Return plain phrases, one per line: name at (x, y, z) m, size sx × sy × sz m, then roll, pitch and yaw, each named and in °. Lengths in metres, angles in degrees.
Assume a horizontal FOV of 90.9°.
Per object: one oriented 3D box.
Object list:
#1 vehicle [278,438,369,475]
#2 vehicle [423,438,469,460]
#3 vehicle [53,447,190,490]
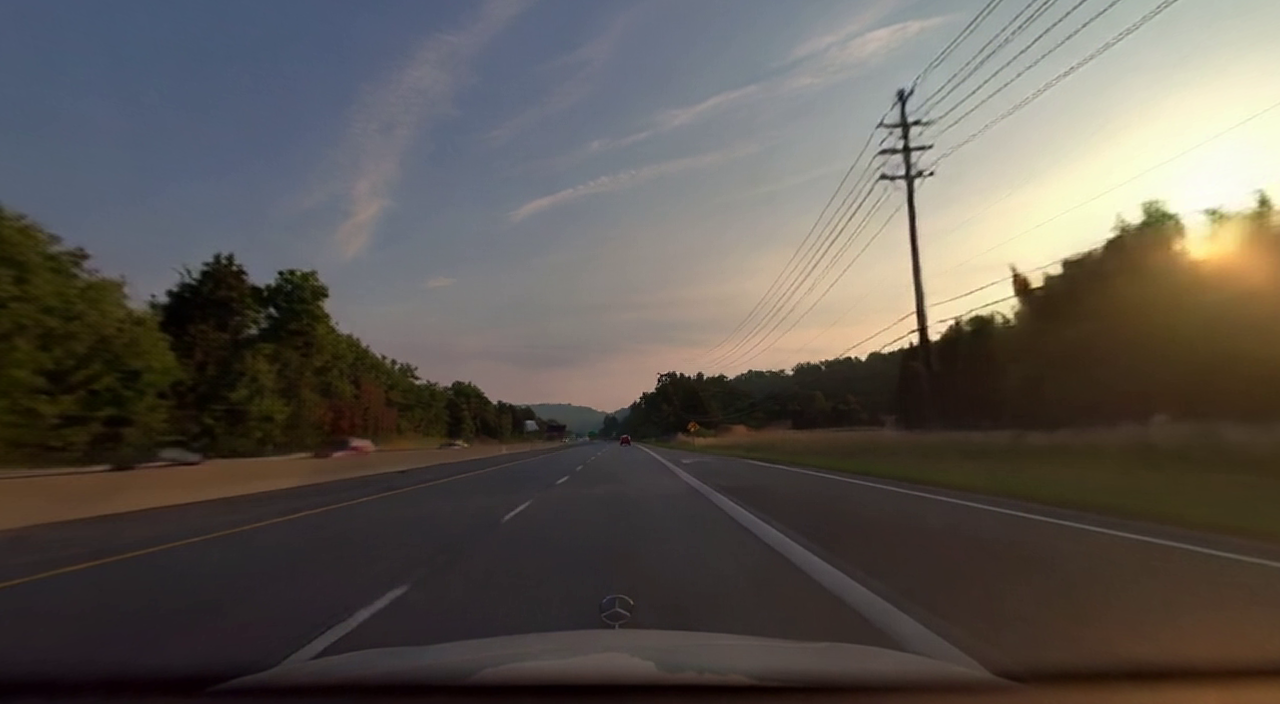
vehicle at (-13.451, 4.427, 27.081) m, size 1.811 × 1.468 × 4.112 m, roll 0°, pitch -8°, yaw 0°
vehicle at (-13.549, 6.782, 44.228) m, size 1.791 × 1.426 × 4.502 m, roll 0°, pitch -8°, yaw 0°
vehicle at (-21.344, 4.772, 26.237) m, size 1.780 × 1.500 × 4.709 m, roll -1°, pitch -8°, yaw -1°
